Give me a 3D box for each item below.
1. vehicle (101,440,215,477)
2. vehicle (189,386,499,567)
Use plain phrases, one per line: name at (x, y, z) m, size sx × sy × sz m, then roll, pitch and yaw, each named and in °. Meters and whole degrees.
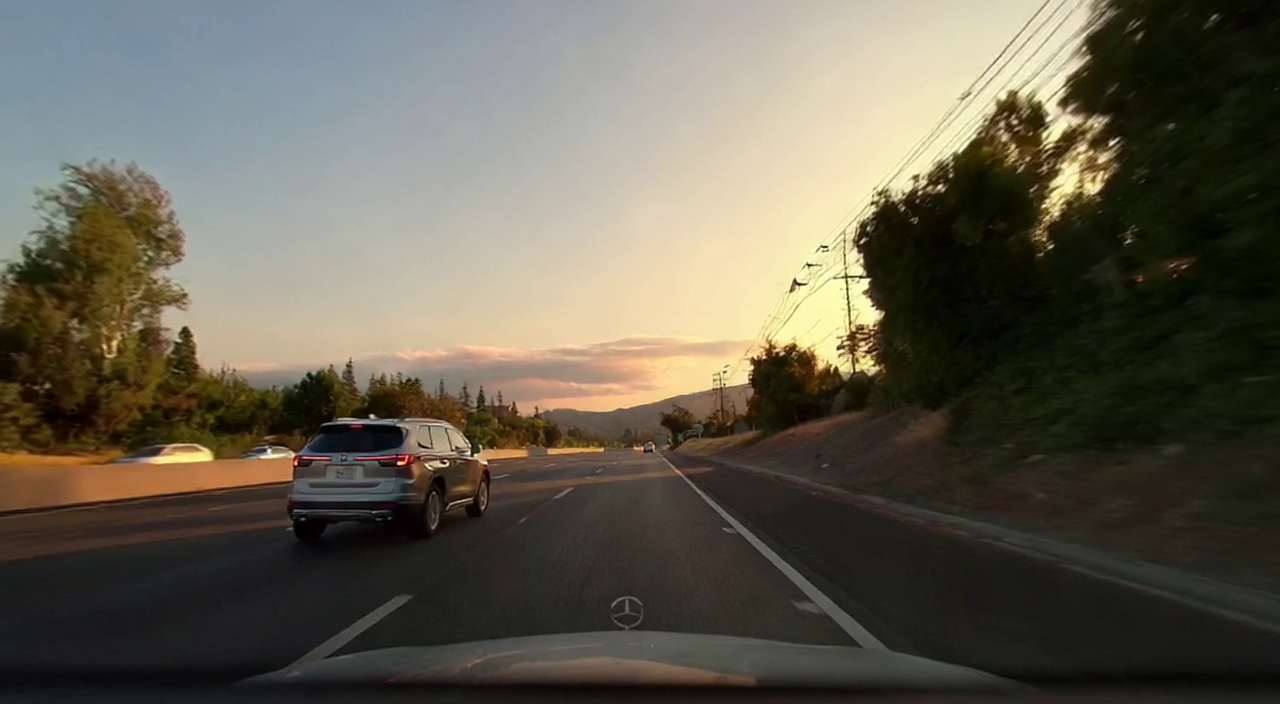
vehicle at (-26.037, 5.740, 34.372) m, size 1.989 × 1.875 × 5.281 m, roll 0°, pitch -8°, yaw 1°
vehicle at (-3.830, 1.731, 9.528) m, size 2.136 × 1.975 × 5.037 m, roll 0°, pitch -8°, yaw 1°
